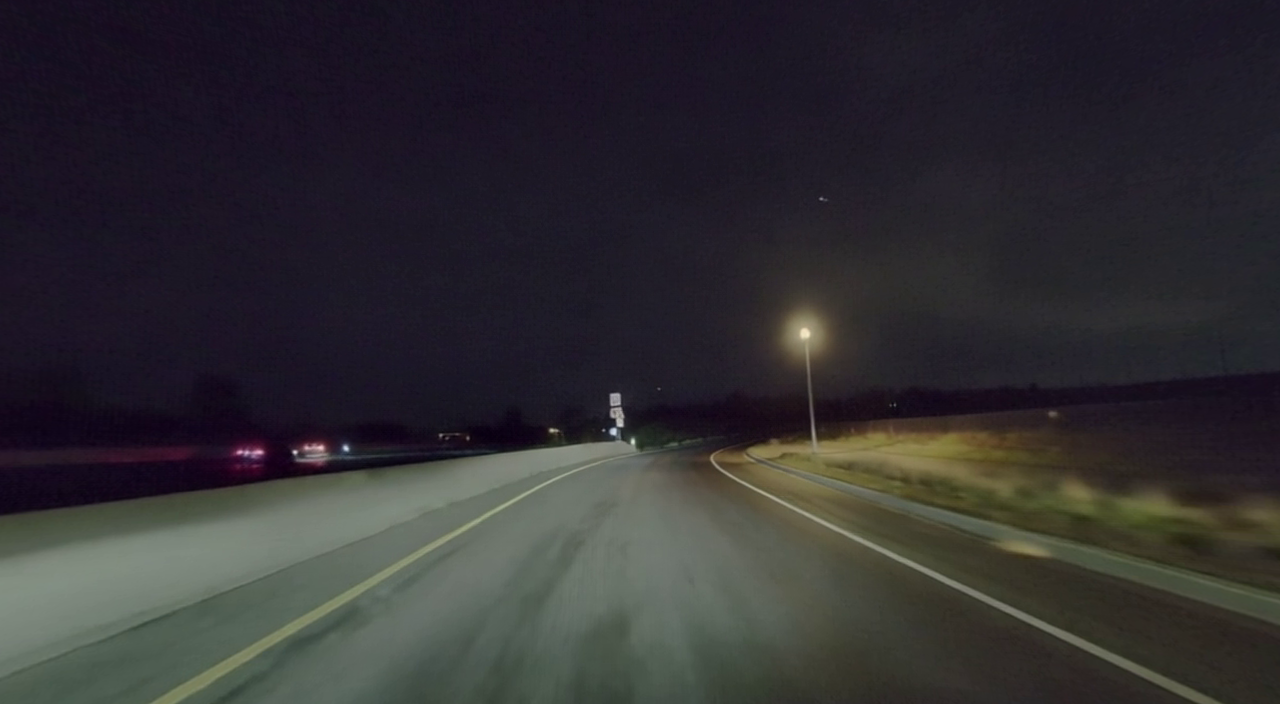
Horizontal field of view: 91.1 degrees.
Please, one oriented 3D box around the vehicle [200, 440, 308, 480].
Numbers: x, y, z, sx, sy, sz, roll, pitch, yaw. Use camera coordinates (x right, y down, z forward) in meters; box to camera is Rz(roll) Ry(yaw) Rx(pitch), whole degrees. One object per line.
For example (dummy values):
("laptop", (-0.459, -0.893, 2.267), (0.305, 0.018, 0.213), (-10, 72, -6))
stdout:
("vehicle", (-15.548, 4.333, 25.609), (1.895, 1.451, 4.168), (0, -8, -2))
